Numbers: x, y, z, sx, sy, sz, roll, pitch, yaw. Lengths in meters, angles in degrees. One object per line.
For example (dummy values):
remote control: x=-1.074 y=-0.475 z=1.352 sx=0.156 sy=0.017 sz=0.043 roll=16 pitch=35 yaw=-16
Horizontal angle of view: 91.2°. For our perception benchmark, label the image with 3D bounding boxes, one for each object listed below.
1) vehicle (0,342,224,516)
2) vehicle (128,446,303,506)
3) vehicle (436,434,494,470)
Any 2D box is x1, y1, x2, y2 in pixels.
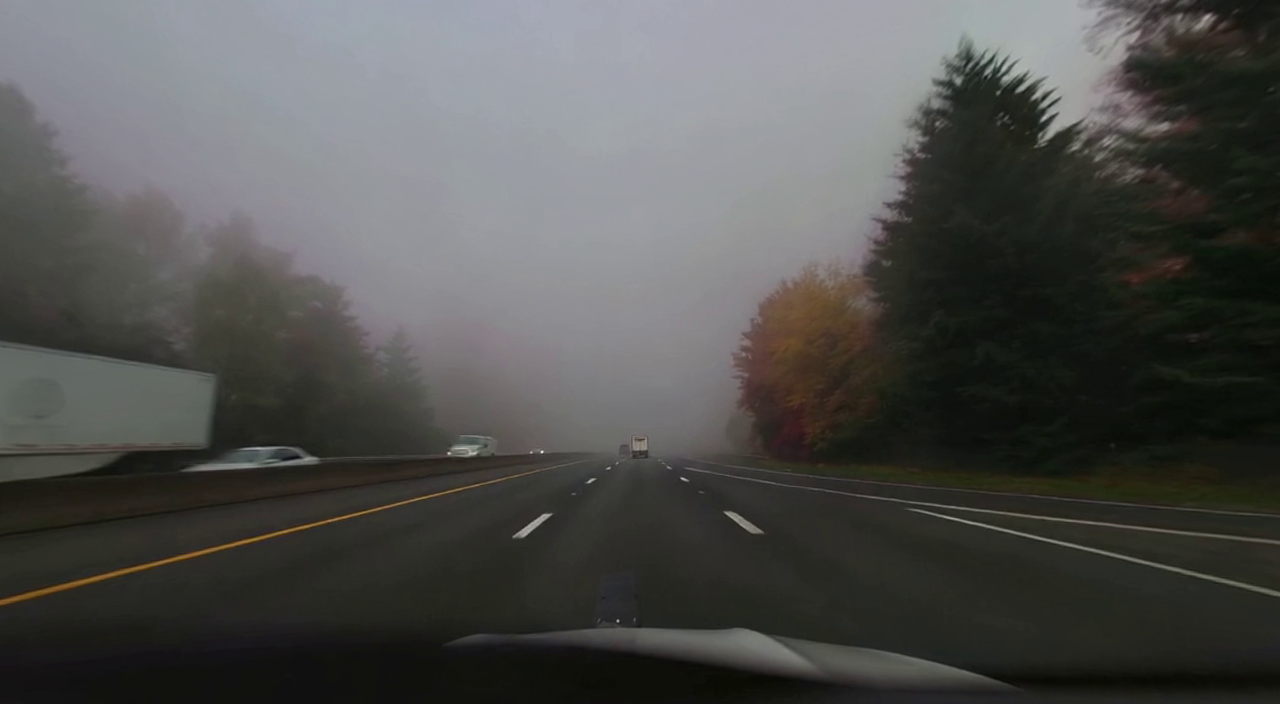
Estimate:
vehicle: x=-16.929 y=1.721 z=14.129 sx=3.358 sy=4.099 sz=17.383 roll=0 pitch=-9 yaw=0
vehicle: x=-12.426 y=3.625 z=18.833 sx=1.942 sy=1.554 sz=4.696 roll=0 pitch=-9 yaw=0
vehicle: x=-11.905 y=6.840 z=43.080 sx=2.347 sy=2.274 sz=5.425 roll=-1 pitch=-9 yaw=1
